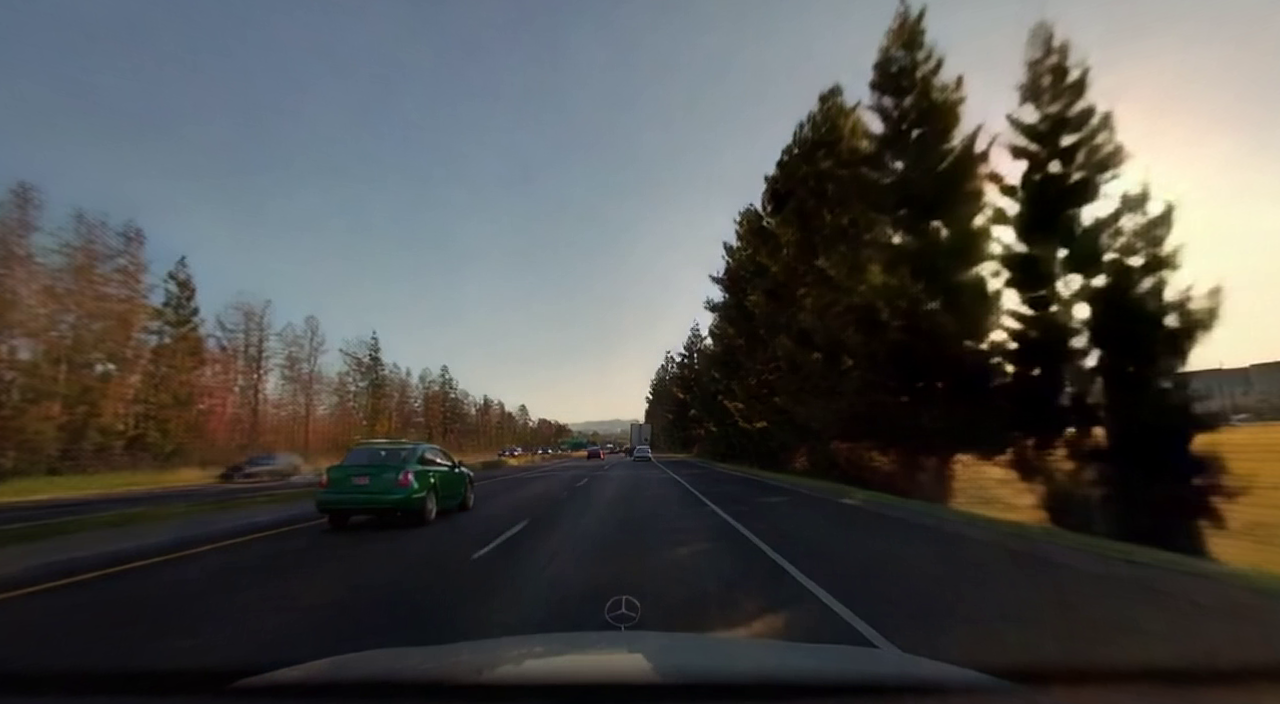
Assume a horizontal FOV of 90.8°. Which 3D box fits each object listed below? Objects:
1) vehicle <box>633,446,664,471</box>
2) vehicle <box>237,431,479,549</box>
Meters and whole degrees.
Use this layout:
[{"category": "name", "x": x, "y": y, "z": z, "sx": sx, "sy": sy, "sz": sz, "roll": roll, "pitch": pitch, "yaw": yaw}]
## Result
[{"category": "vehicle", "x": 0.542, "y": 7.190, "z": 42.906, "sx": 1.992, "sy": 1.593, "sz": 3.937, "roll": 0, "pitch": -9, "yaw": -1}, {"category": "vehicle", "x": -4.253, "y": 2.147, "z": 10.417, "sx": 2.172, "sy": 1.548, "sz": 3.953, "roll": 0, "pitch": -9, "yaw": 0}]
